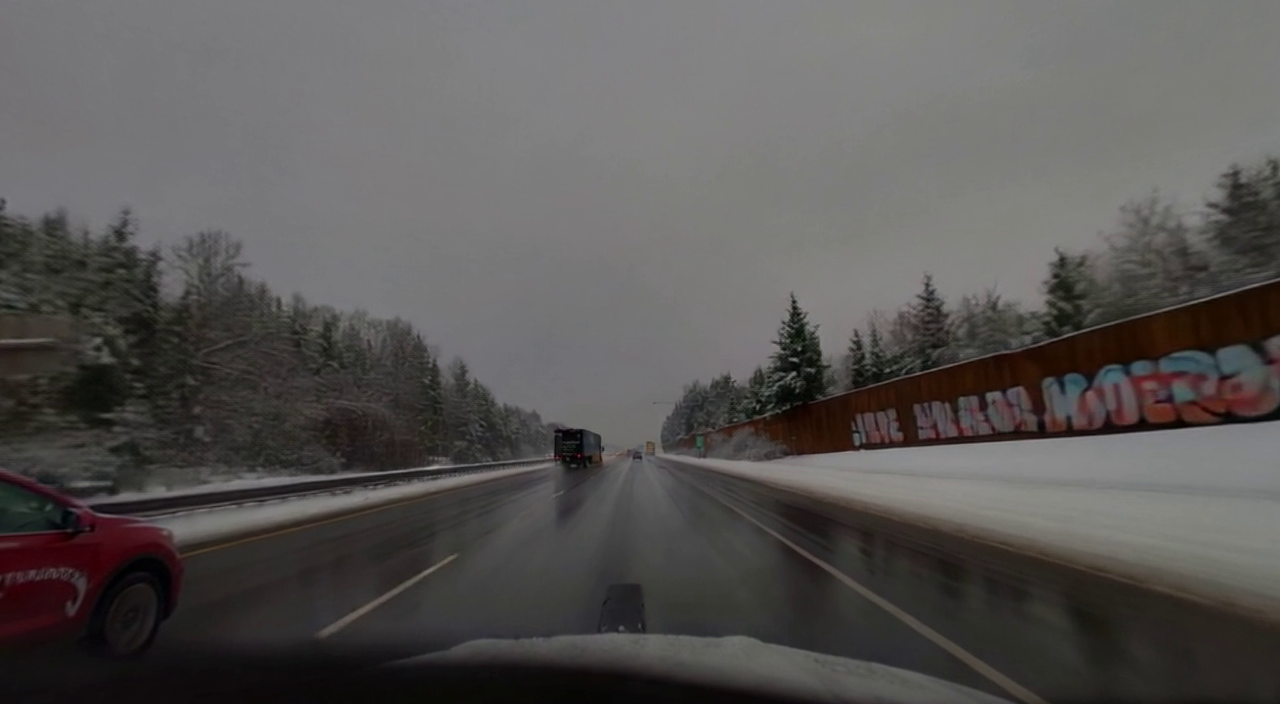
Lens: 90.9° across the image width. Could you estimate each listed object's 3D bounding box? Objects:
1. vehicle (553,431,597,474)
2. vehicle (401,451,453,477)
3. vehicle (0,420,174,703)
[{"bbox_3d":[-4.118,6.488,40.707,2.305,2.517,5.486,0,-9,0],"label":"vehicle"},{"bbox_3d":[-13.193,6.938,39.239,1.822,1.492,4.091,0,-9,0],"label":"vehicle"},{"bbox_3d":[-4.413,0.947,2.260,2.024,1.476,4.466,0,-9,1],"label":"vehicle"}]
